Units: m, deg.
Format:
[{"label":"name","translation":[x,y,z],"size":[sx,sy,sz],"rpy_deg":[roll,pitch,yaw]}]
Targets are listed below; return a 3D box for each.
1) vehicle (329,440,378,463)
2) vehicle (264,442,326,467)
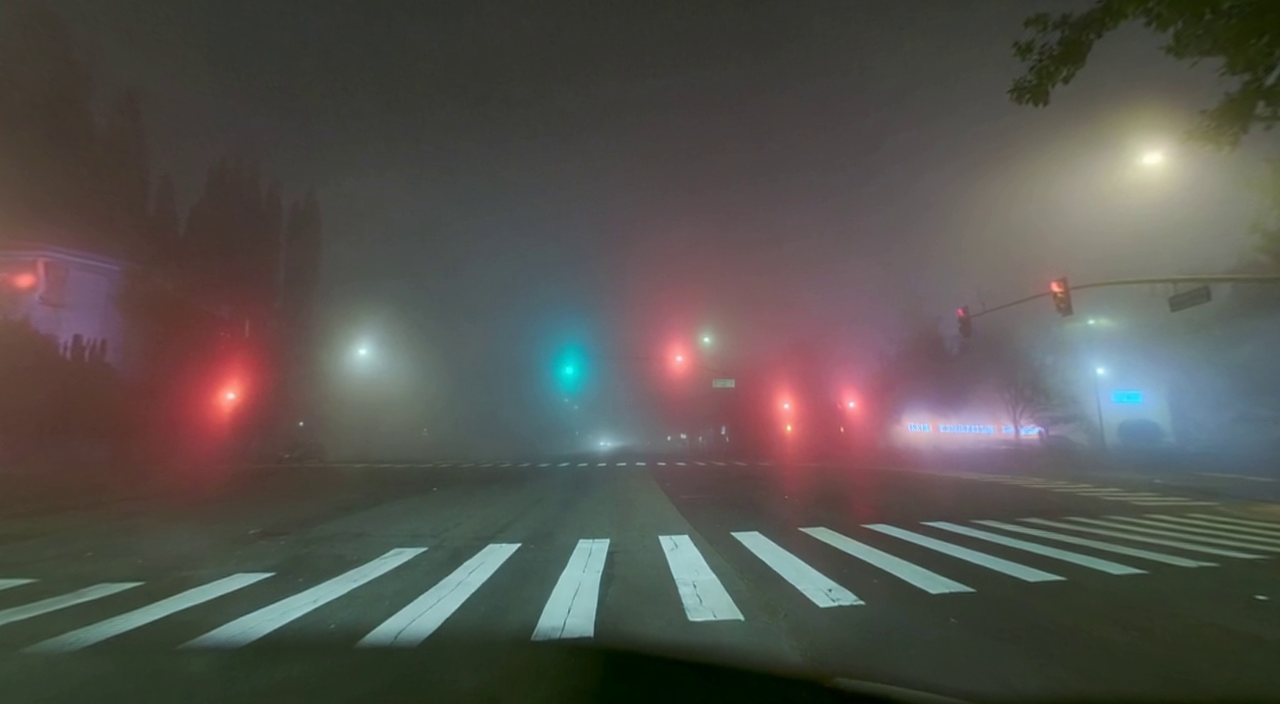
[{"label":"vehicle","translation":[-22.512,7.830,49.789],"size":[2.023,1.706,4.756],"rpy_deg":[1,-9,-6]},{"label":"vehicle","translation":[-21.842,6.500,40.202],"size":[2.005,1.496,4.020],"rpy_deg":[1,-9,-6]}]
